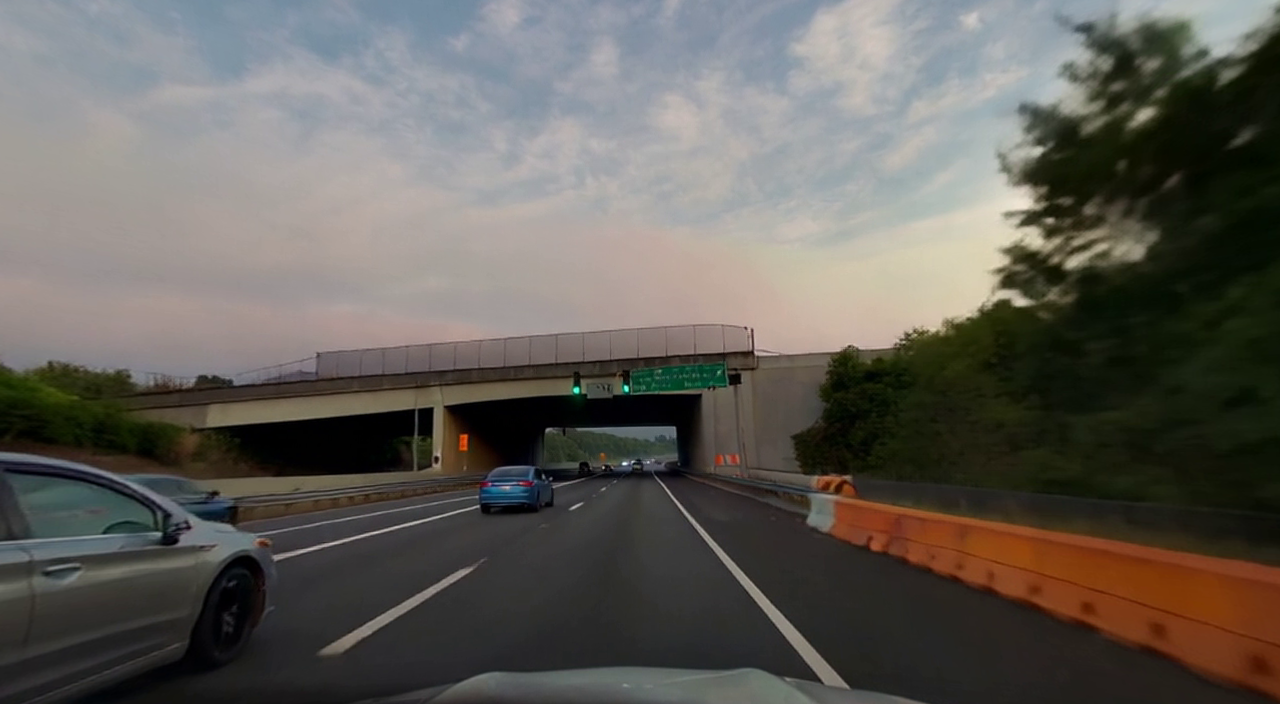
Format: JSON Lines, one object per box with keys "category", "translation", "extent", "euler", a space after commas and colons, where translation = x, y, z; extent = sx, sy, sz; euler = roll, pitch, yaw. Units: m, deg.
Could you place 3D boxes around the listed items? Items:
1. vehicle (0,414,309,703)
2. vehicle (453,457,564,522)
{"category": "vehicle", "translation": [-3.653, 0.969, 2.358], "extent": [2.023, 1.507, 5.082], "euler": [1, -10, 0]}
{"category": "vehicle", "translation": [-3.268, 3.525, 16.499], "extent": [1.992, 1.466, 3.690], "euler": [0, -10, 2]}
